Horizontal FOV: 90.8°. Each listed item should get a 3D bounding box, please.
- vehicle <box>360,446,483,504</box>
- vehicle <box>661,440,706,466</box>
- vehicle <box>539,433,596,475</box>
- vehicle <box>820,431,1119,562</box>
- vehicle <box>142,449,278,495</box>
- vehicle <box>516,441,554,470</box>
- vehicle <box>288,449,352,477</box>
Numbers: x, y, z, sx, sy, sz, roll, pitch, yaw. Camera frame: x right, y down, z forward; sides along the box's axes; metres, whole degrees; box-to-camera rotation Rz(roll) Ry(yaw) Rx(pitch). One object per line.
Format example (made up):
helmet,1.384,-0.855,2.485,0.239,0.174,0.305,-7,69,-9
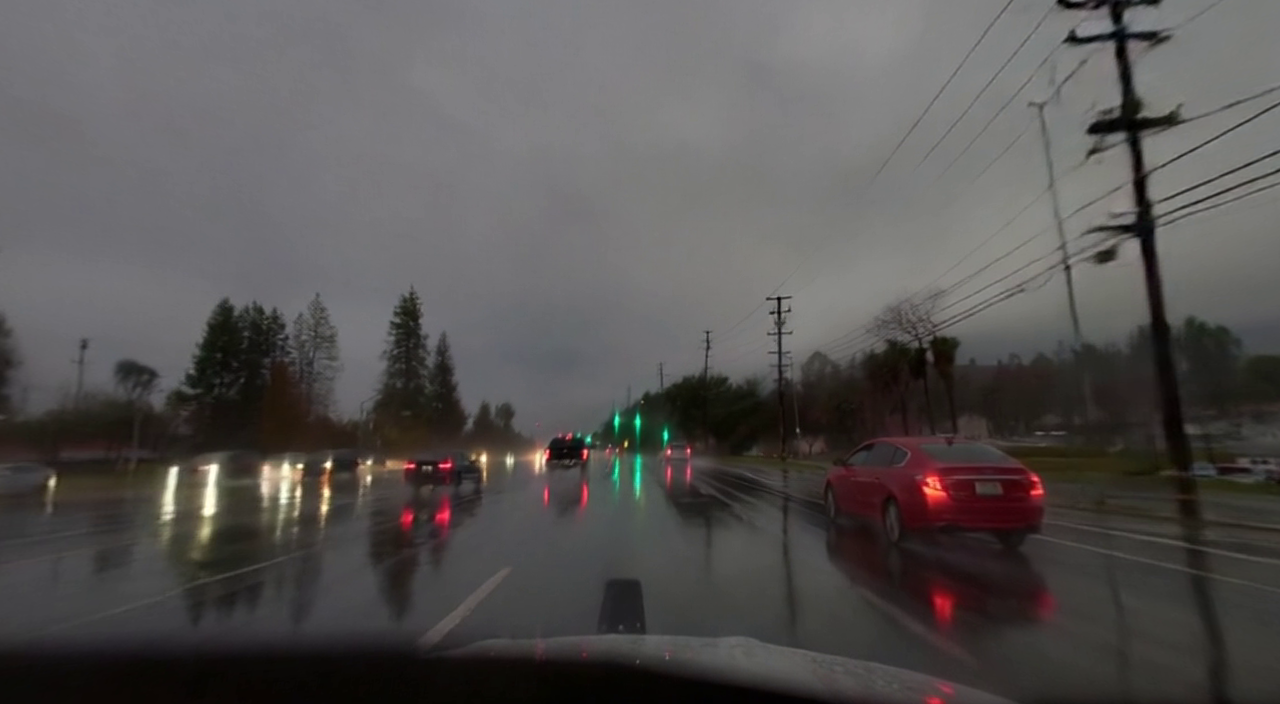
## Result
vehicle,-6.353,3.590,19.051,2.035,1.497,4.723,0,-8,0
vehicle,2.515,6.025,37.802,2.071,1.435,4.226,1,-9,-5
vehicle,-3.640,5.271,32.928,2.467,1.991,6.089,0,-8,-2
vehicle,4.307,1.937,9.317,1.840,1.428,4.602,0,-8,-1
vehicle,-17.714,4.932,26.430,2.108,1.709,5.041,0,-9,0
vehicle,-7.606,7.579,46.052,2.169,1.865,4.739,4,-11,-4
vehicle,-21.163,7.344,42.035,2.035,1.706,4.197,0,-8,0
